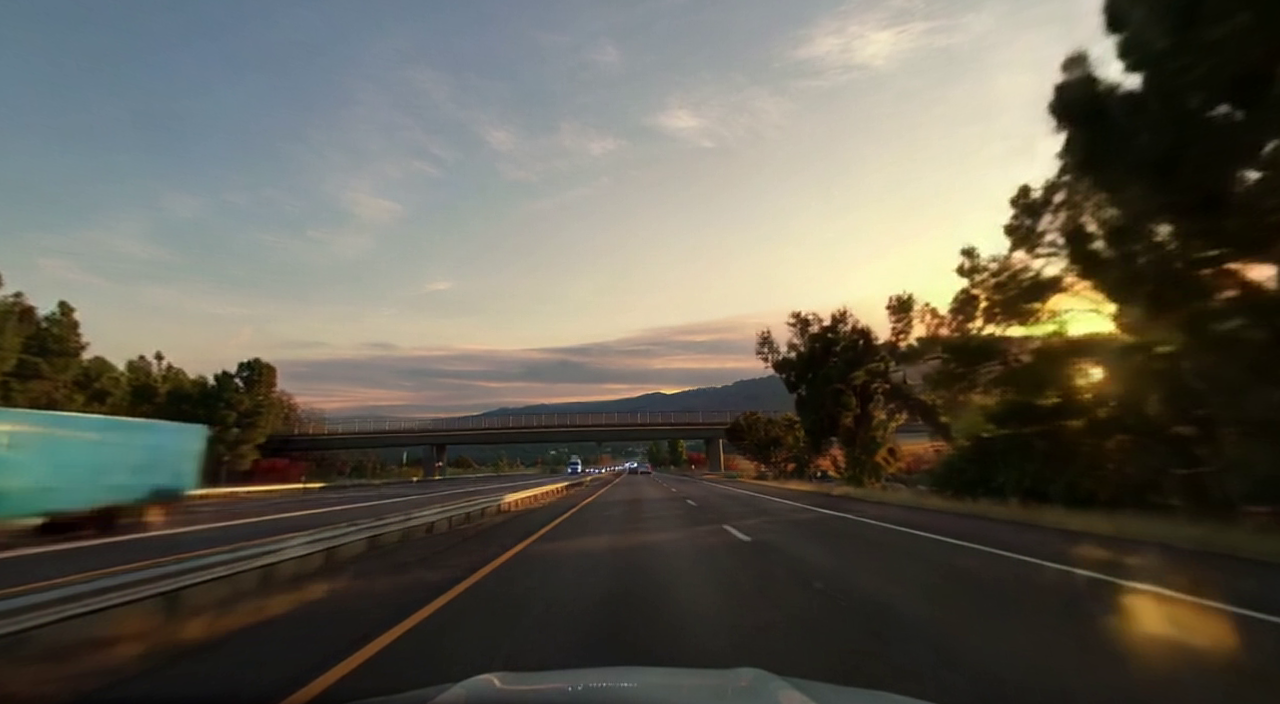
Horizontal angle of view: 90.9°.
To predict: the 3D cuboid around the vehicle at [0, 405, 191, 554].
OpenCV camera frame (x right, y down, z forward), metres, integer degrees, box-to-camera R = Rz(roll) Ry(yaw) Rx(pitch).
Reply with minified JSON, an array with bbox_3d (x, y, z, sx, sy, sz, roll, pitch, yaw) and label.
[{"bbox_3d":[-13.013,2.609,13.071,2.571,2.692,6.357,1,-11,0],"label":"vehicle"}]
